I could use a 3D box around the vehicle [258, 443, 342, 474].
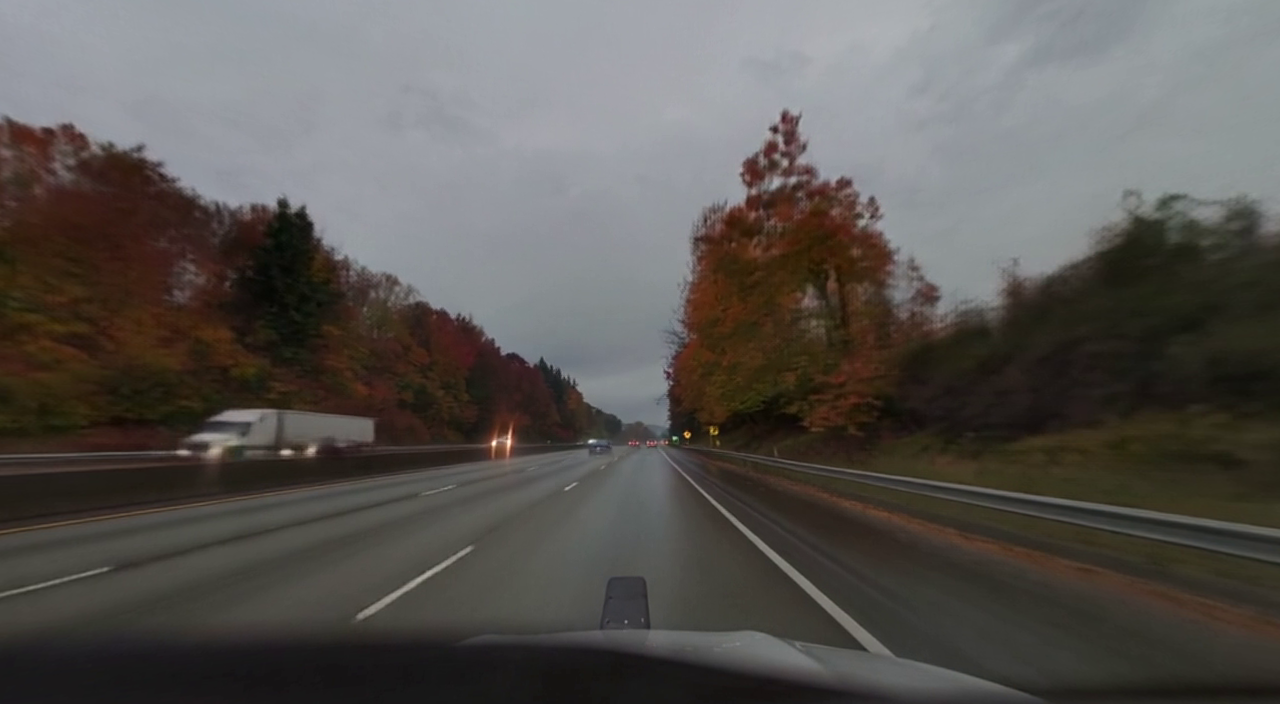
[{"bbox_3d":[-18.240,5.708,34.000,1.878,1.520,4.582,0,-8,2],"label":"vehicle"}]

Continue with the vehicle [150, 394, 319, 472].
[{"bbox_3d":[-23.021,4.786,36.741,2.976,3.894,9.880,0,-8,1],"label":"vehicle"}]
